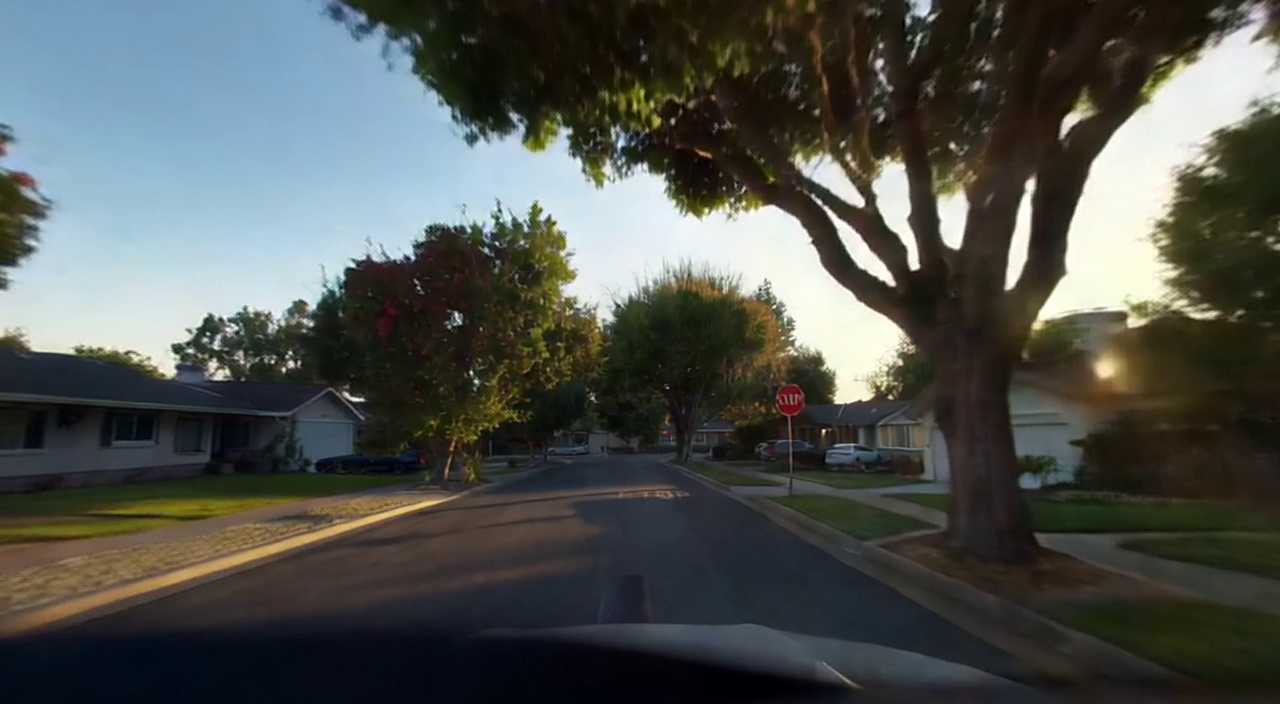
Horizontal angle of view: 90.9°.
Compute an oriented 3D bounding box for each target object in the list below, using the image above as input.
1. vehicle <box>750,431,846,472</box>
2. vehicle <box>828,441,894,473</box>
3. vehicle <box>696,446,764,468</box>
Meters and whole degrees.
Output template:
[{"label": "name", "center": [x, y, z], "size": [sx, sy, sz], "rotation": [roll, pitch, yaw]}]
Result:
[{"label": "vehicle", "center": [9.714, 6.104, 39.103], "size": [5.239, 1.933, 2.131], "rotation": [-5, -5, -3]}, {"label": "vehicle", "center": [11.607, 5.429, 32.955], "size": [2.004, 1.511, 4.494], "rotation": [-6, -10, 35]}, {"label": "vehicle", "center": [5.887, 6.957, 41.761], "size": [4.229, 1.402, 1.811], "rotation": [0, -9, 0]}]
